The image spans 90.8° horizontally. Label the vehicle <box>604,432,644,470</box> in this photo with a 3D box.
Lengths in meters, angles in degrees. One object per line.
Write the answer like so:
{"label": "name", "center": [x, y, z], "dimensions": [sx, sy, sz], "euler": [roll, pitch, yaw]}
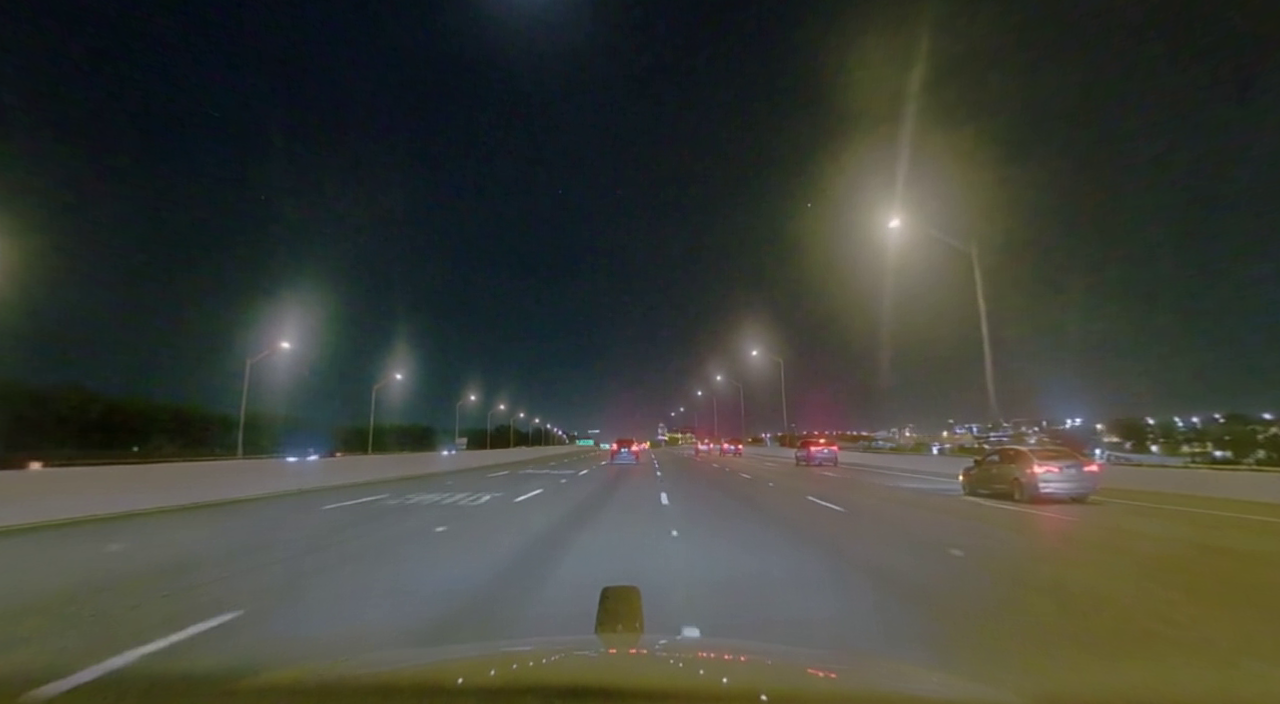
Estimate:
{"label": "vehicle", "center": [-0.787, 5.241, 33.545], "dimensions": [1.893, 1.827, 4.513], "euler": [0, -8, 1]}

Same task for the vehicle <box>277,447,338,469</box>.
{"label": "vehicle", "center": [-24.749, 7.868, 47.138], "dimensions": [2.015, 1.562, 4.554], "euler": [0, -8, 1]}

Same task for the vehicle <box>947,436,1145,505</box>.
{"label": "vehicle", "center": [9.642, 2.824, 15.546], "dimensions": [1.900, 1.432, 4.519], "euler": [0, -8, 1]}
